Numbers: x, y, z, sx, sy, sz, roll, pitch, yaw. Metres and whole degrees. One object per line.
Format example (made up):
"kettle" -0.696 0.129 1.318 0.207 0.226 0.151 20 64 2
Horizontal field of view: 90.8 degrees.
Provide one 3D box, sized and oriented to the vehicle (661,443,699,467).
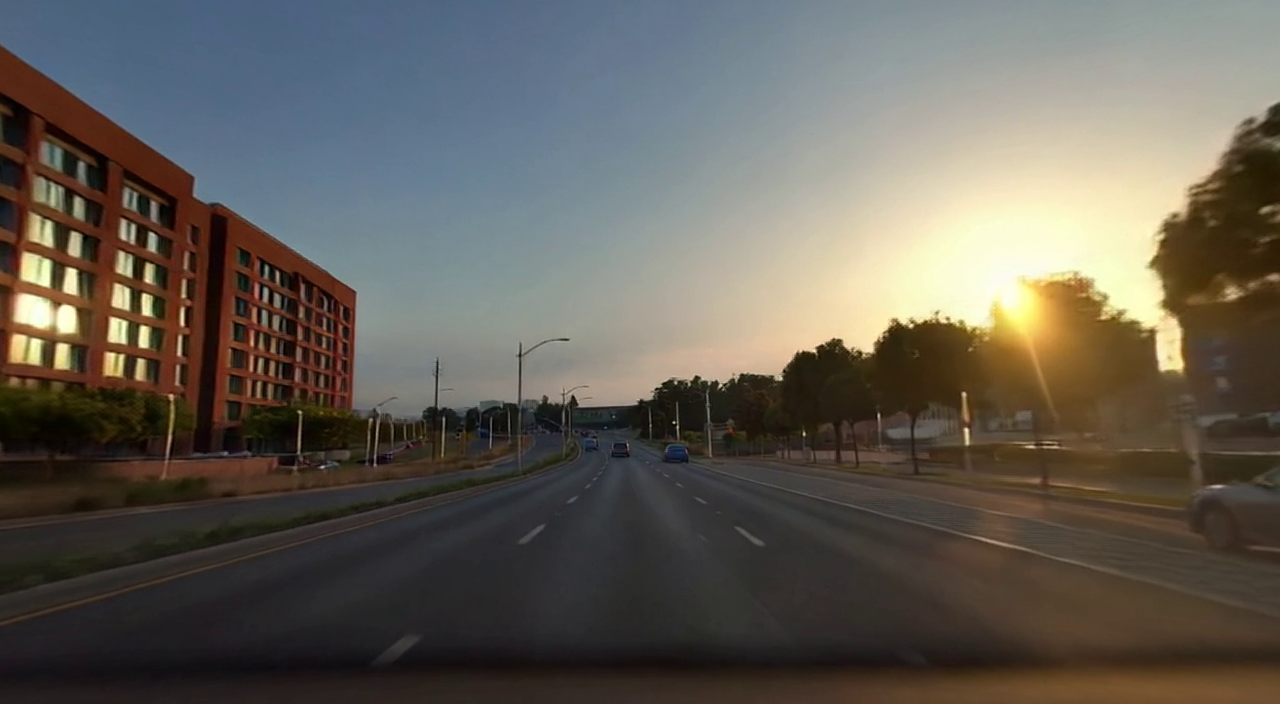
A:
"vehicle" 2.699 7.053 43.491 2.090 1.506 4.382 0 -8 -3
